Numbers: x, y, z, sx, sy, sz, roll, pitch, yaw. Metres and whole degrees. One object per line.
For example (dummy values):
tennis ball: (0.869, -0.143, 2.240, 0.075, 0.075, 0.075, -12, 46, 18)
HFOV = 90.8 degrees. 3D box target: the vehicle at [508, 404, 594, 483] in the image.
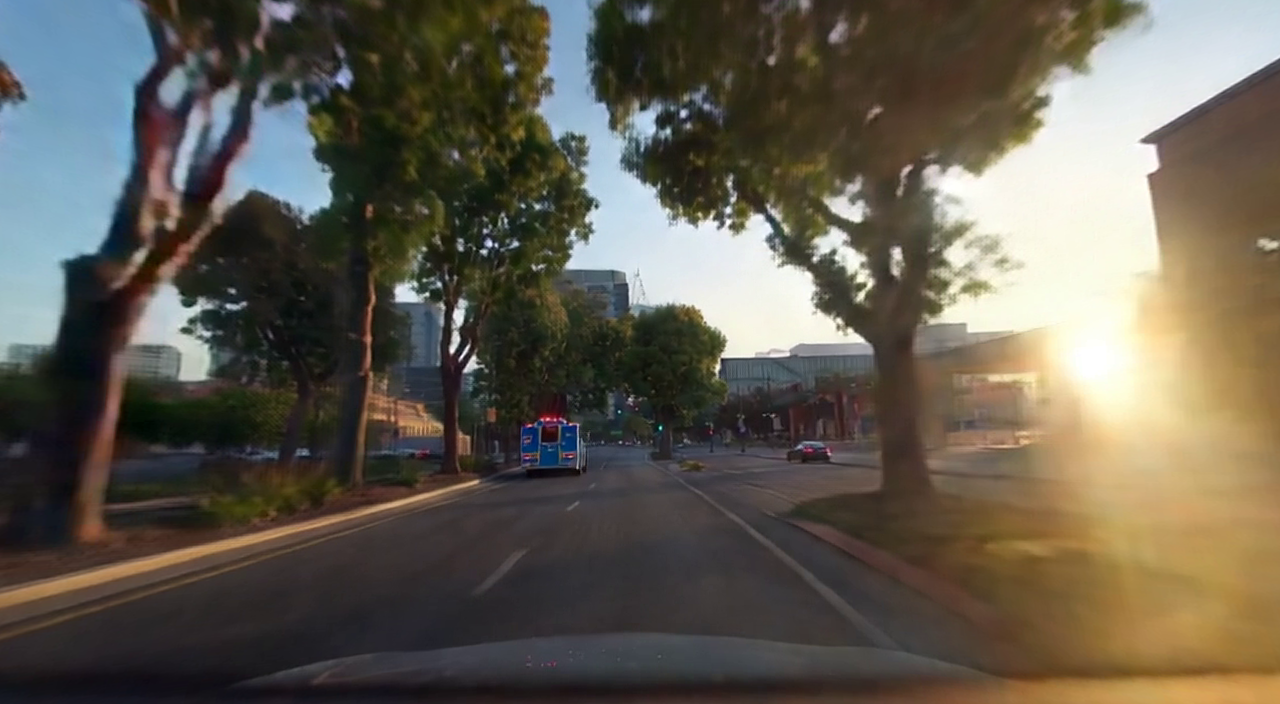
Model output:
vehicle: (-3.392, 3.707, 25.467, 2.633, 2.787, 5.796, 0, -9, 0)

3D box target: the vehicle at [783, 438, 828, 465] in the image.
vehicle: (10.982, 6.635, 42.258, 1.980, 1.719, 4.422, -1, -9, 2)
